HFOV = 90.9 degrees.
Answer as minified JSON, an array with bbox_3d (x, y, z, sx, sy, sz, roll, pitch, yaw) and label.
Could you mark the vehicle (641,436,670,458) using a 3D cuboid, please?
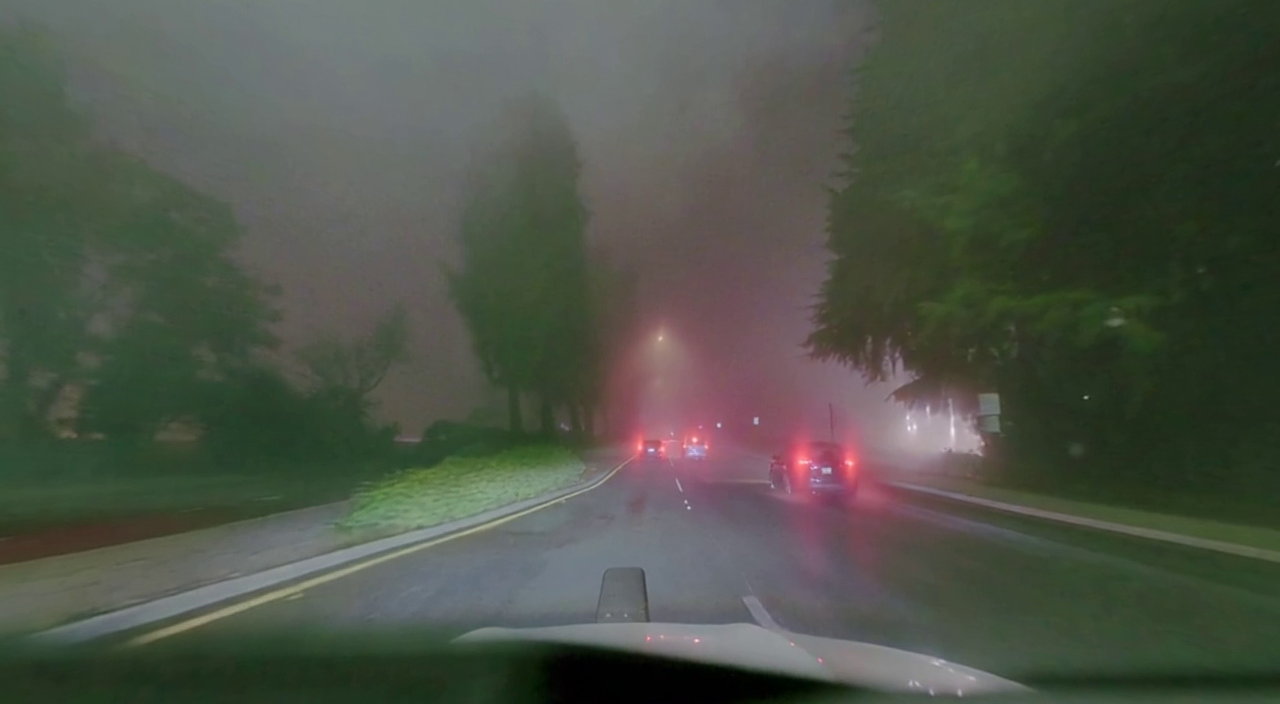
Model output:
[{"bbox_3d":[1.107,6.960,46.133,2.039,1.462,4.203,0,-9,1],"label":"vehicle"}]
